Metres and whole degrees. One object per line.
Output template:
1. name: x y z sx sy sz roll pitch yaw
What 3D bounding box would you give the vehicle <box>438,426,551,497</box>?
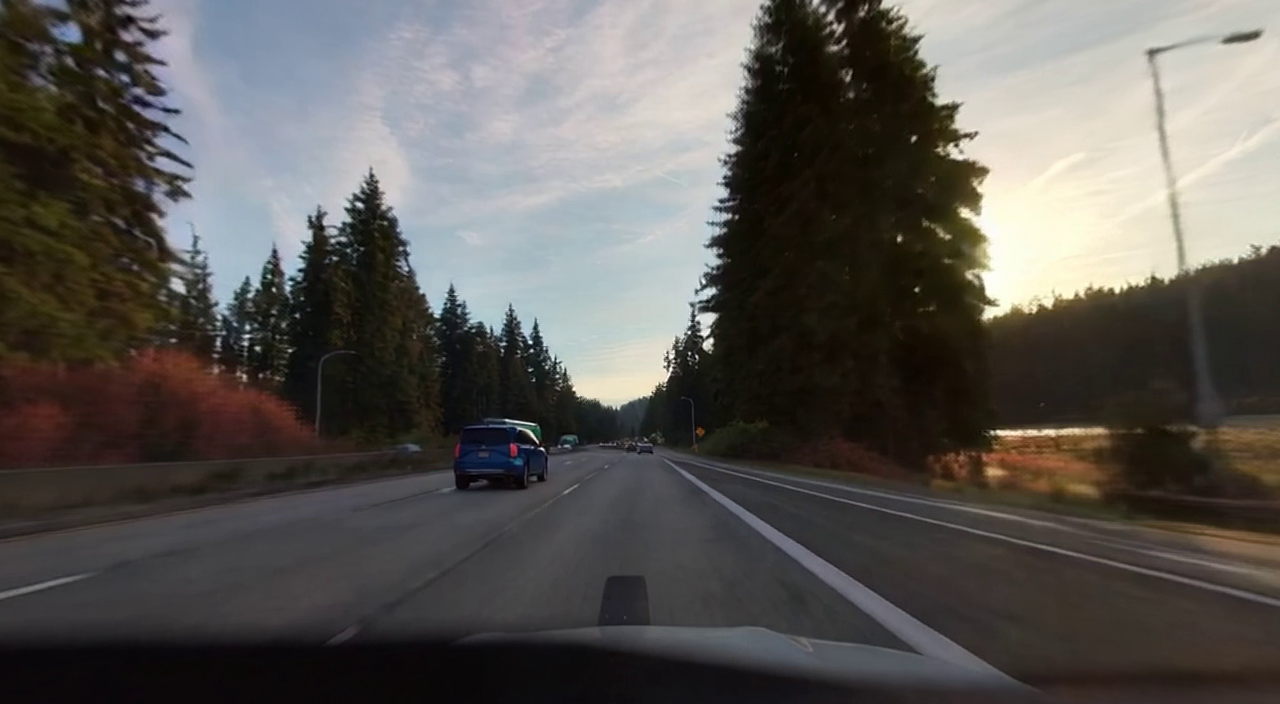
1. vehicle: -3.954 3.054 18.047 2.084 1.752 4.479 0 -8 1
